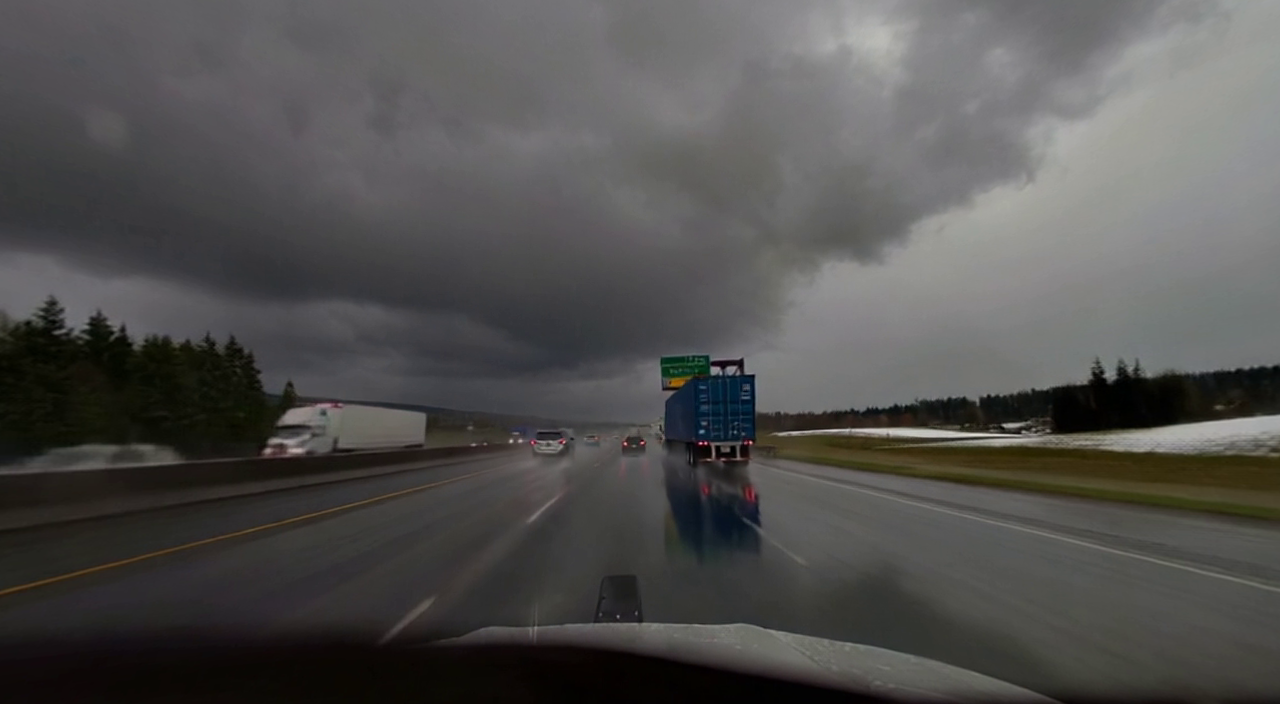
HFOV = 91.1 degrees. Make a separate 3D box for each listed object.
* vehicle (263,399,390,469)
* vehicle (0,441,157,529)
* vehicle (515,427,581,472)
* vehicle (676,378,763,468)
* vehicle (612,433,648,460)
[{"bbox_3d":[-20.080,5.405,41.381,3.018,3.996,10.573,0,-8,-1],"label":"vehicle"},{"bbox_3d":[-12.051,2.531,12.459,1.871,1.495,3.907,0,-8,-1],"label":"vehicle"},{"bbox_3d":[-3.608,3.911,25.484,2.054,1.671,4.445,0,-8,0],"label":"vehicle"},{"bbox_3d":[3.606,3.557,30.833,2.883,3.836,7.894,0,-8,-2],"label":"vehicle"},{"bbox_3d":[-0.612,5.770,38.644,2.088,1.567,4.240,0,-8,-1],"label":"vehicle"}]
